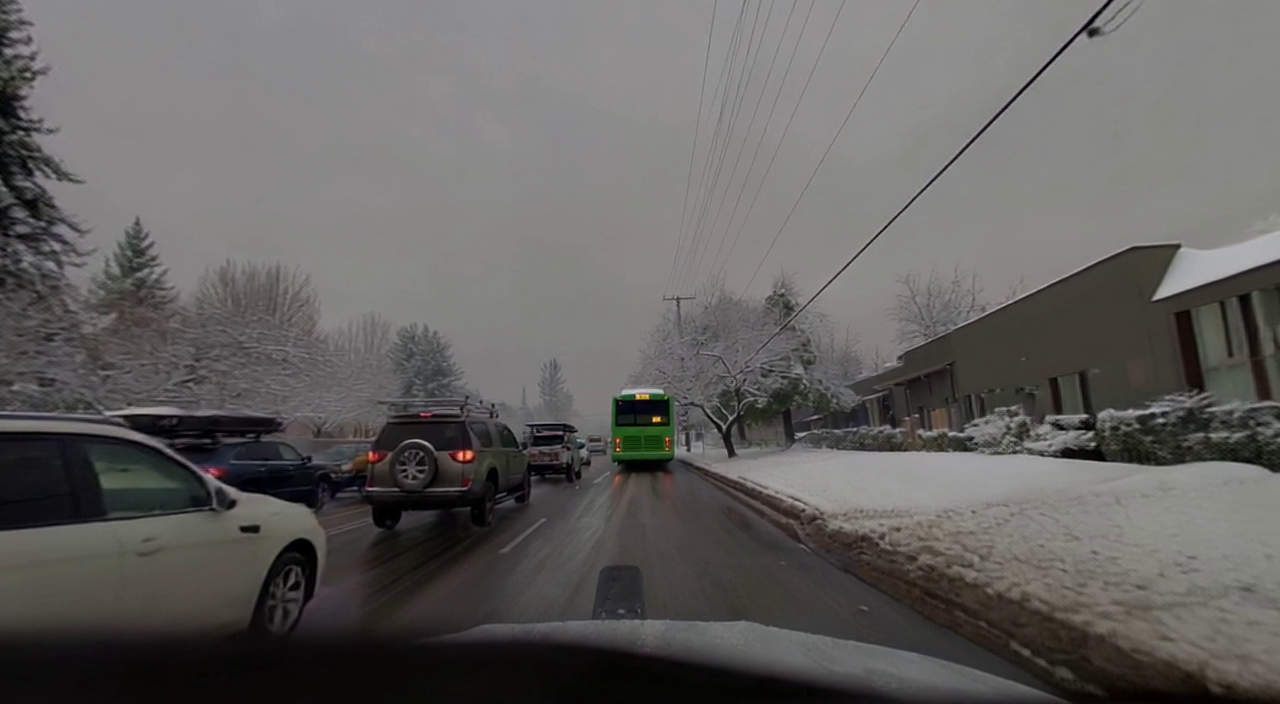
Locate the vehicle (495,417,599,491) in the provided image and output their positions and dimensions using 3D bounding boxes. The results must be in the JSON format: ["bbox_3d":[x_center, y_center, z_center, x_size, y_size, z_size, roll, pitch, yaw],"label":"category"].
[{"bbox_3d":[-2.907,3.420,21.442,2.546,2.125,5.869,0,-9,1],"label":"vehicle"}]

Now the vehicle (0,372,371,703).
[{"bbox_3d":[-3.302,0.976,2.962,2.042,1.571,4.475,0,-9,1],"label":"vehicle"}]

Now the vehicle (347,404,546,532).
[{"bbox_3d":[-3.278,2.118,12.027,2.095,1.892,5.043,0,-9,1],"label":"vehicle"}]

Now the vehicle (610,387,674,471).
[{"bbox_3d":[0.155,4.485,35.543,2.970,3.857,12.200,0,-9,0],"label":"vehicle"}]
